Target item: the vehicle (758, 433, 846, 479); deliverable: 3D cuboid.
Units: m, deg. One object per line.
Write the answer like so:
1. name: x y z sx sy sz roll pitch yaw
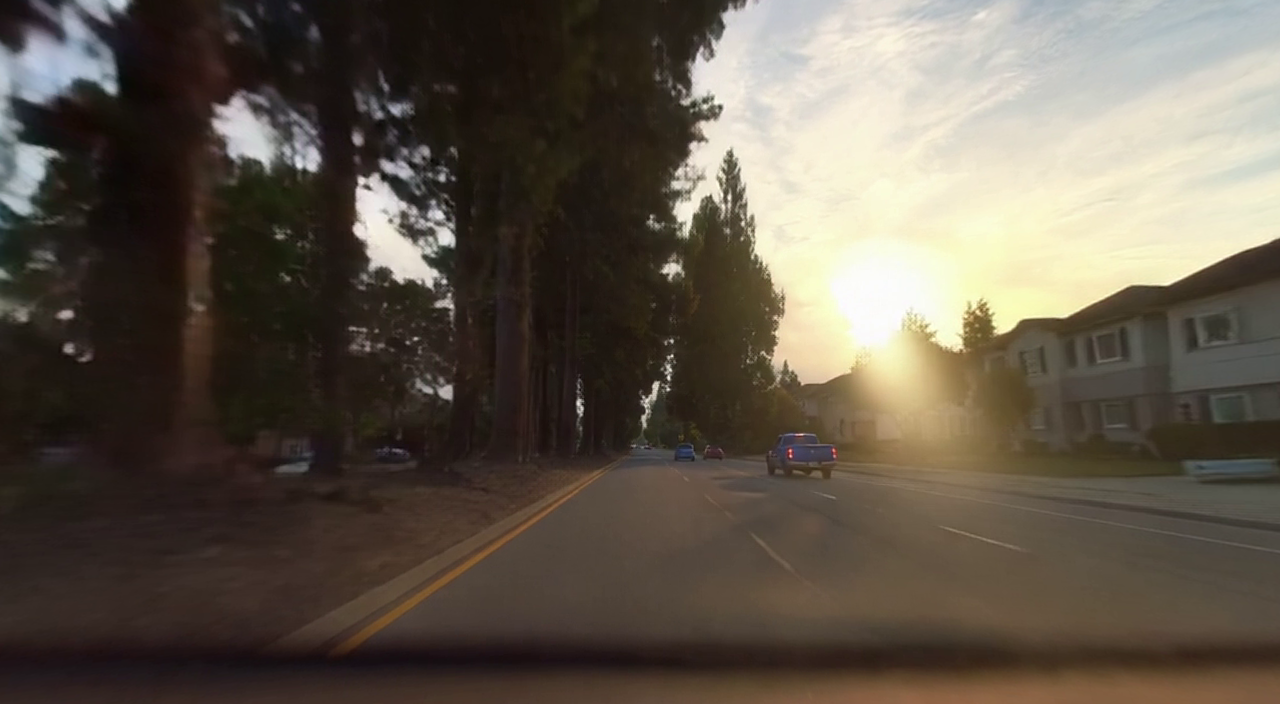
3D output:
1. vehicle: 6.785 4.429 27.220 2.262 1.769 5.666 0 -8 0

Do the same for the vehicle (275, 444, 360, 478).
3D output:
1. vehicle: -17.242 5.823 33.991 2.045 1.696 4.760 0 -8 0
